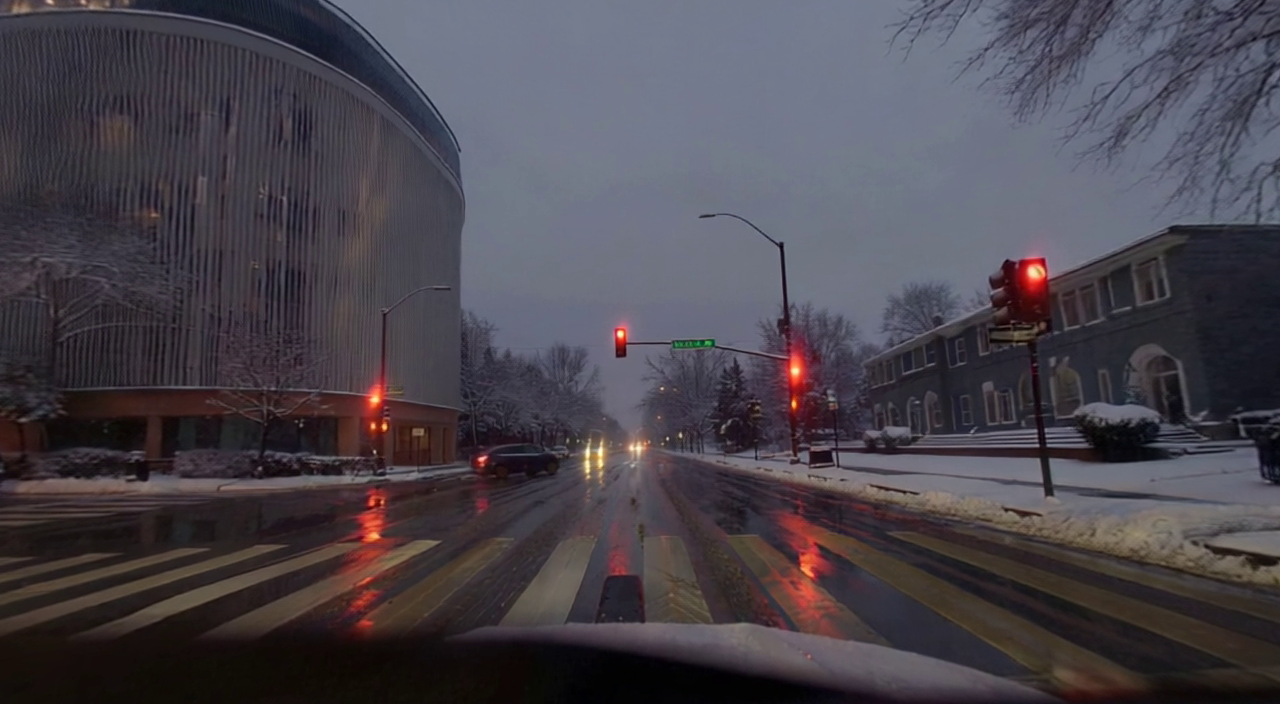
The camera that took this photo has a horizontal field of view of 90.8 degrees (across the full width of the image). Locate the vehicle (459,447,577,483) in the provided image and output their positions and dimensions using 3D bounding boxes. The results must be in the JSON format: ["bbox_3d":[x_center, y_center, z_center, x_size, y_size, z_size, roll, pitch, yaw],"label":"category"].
[{"bbox_3d":[-5.342,4.973,28.199,2.088,1.452,4.833,-8,-12,43],"label":"vehicle"}]
